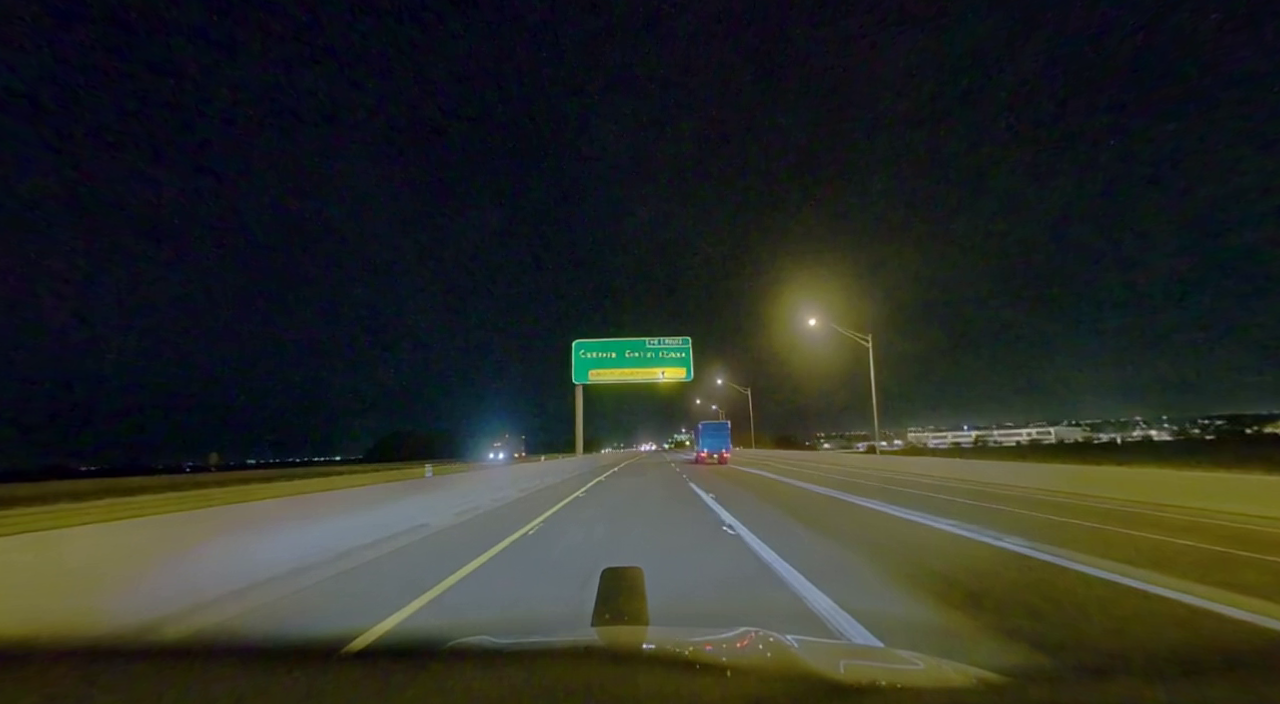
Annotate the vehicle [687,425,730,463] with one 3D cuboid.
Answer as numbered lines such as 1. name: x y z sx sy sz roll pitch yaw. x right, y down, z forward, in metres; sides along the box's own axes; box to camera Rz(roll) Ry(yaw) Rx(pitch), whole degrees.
1. vehicle: 4.805 6.556 45.041 2.430 2.495 6.062 -1 -8 1
